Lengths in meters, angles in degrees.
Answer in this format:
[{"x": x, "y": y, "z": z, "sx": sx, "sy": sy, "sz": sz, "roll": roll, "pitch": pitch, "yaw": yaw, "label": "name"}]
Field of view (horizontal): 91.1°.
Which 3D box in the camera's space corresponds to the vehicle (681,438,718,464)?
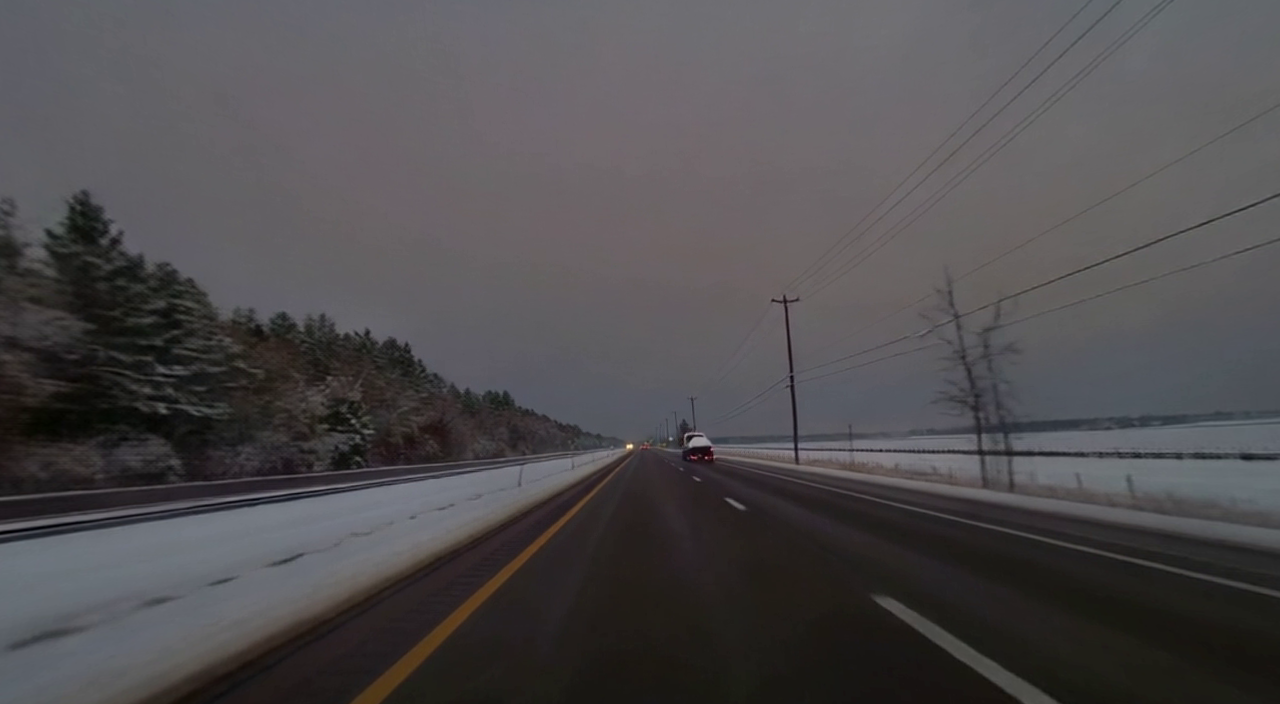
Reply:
[{"x": 4.510, "y": 7.639, "z": 48.480, "sx": 2.228, "sy": 1.852, "sz": 5.449, "roll": 0, "pitch": -8, "yaw": -1, "label": "vehicle"}]
